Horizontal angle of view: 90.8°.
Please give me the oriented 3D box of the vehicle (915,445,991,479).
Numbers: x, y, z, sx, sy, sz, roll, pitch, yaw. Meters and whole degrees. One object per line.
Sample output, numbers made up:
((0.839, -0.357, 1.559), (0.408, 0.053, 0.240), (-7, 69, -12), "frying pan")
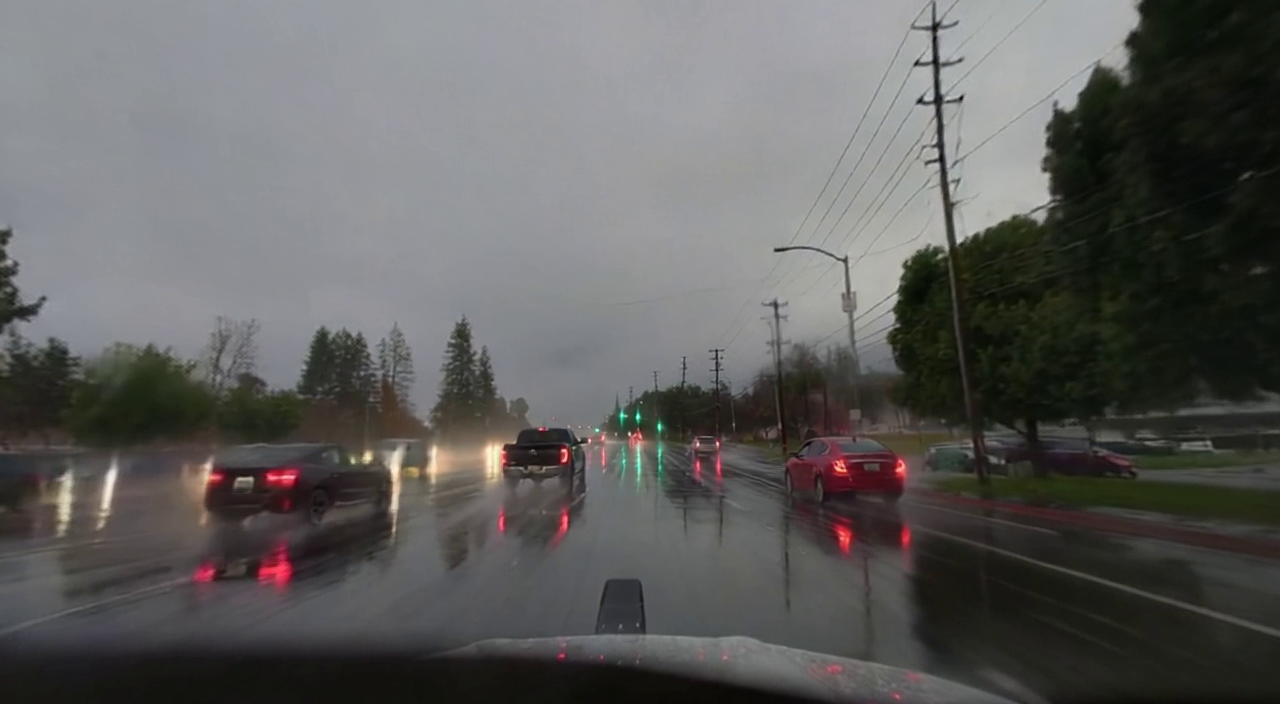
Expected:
((16.677, 5.855, 33.966), (2.002, 1.681, 4.507), (-1, -8, 4), "vehicle")

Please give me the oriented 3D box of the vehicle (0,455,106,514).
((-17.688, 3.658, 17.555), (1.845, 1.465, 4.424), (0, -8, 0), "vehicle")

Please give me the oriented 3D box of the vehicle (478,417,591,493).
((-3.031, 3.174, 19.796), (2.467, 1.991, 6.089), (0, -8, 0), "vehicle")

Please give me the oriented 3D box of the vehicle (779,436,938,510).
((4.810, 2.717, 14.765), (1.840, 1.428, 4.602), (0, -8, -3), "vehicle")

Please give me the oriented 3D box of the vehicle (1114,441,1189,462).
((35.972, 7.014, 44.483), (3.611, 1.424, 1.746), (-1, -8, 2), "vehicle")

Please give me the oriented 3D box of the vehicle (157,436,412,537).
((-6.262, 2.394, 11.986), (2.035, 1.497, 4.723), (0, -8, 1), "vehicle")

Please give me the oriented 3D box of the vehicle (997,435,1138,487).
((16.531, 4.228, 24.831), (2.044, 1.812, 4.935), (0, -8, 0), "vehicle")

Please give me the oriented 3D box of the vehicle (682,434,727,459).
((3.895, 5.787, 38.742), (2.071, 1.435, 4.226), (0, -8, -3), "vehicle")
